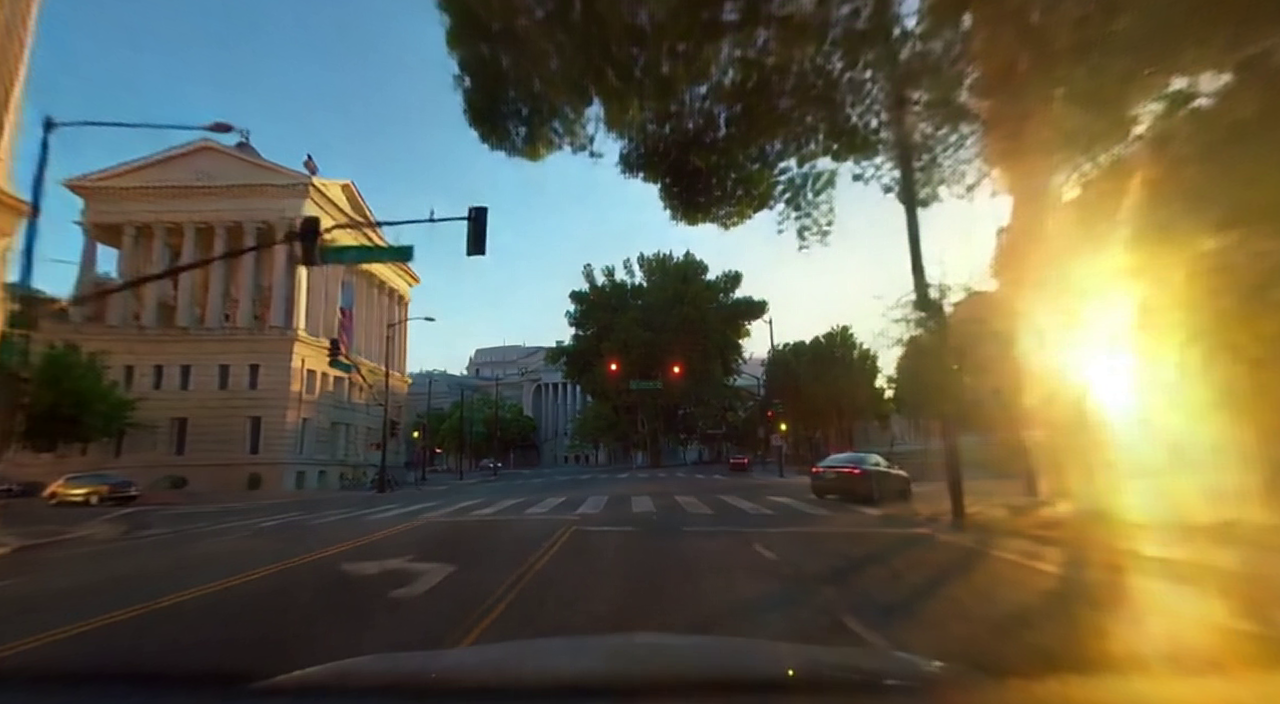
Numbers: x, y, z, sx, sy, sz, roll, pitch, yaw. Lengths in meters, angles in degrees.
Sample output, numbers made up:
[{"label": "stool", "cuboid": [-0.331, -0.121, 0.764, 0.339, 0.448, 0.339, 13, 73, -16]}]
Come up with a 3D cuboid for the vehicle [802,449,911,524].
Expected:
[{"label": "vehicle", "cuboid": [5.068, 3.145, 15.387, 2.085, 1.530, 4.125, -2, -9, 13]}]

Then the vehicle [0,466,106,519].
[{"label": "vehicle", "cuboid": [-22.658, 5.008, 22.752, 4.946, 1.745, 2.028, 0, -9, 2]}]
